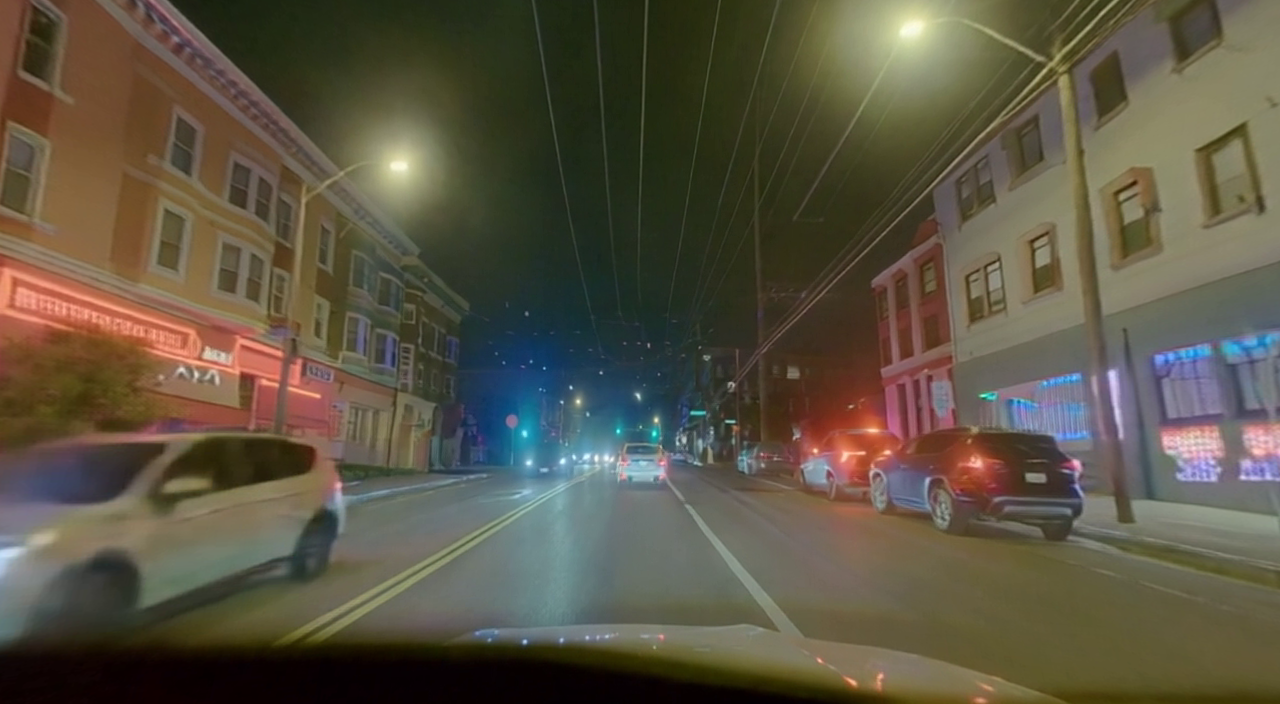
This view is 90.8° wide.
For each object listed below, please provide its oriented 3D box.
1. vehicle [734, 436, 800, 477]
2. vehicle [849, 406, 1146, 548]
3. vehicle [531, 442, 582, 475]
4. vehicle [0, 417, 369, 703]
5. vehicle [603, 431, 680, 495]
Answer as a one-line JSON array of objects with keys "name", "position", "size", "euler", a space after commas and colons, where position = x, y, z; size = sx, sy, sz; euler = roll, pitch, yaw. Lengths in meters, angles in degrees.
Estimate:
[{"name": "vehicle", "position": [6.337, 5.294, 32.257], "size": [2.197, 1.917, 5.637], "euler": [0, -9, 0]}, {"name": "vehicle", "position": [6.227, 2.270, 12.282], "size": [2.203, 2.052, 5.975], "euler": [0, -9, -1]}, {"name": "vehicle", "position": [-4.088, 5.257, 31.502], "size": [1.968, 1.524, 4.304], "euler": [0, -9, 0]}, {"name": "vehicle", "position": [-4.175, 1.398, 5.188], "size": [1.944, 1.515, 4.428], "euler": [0, -9, 0]}, {"name": "vehicle", "position": [0.045, 3.147, 18.230], "size": [1.980, 1.635, 3.795], "euler": [0, -9, 0]}]
